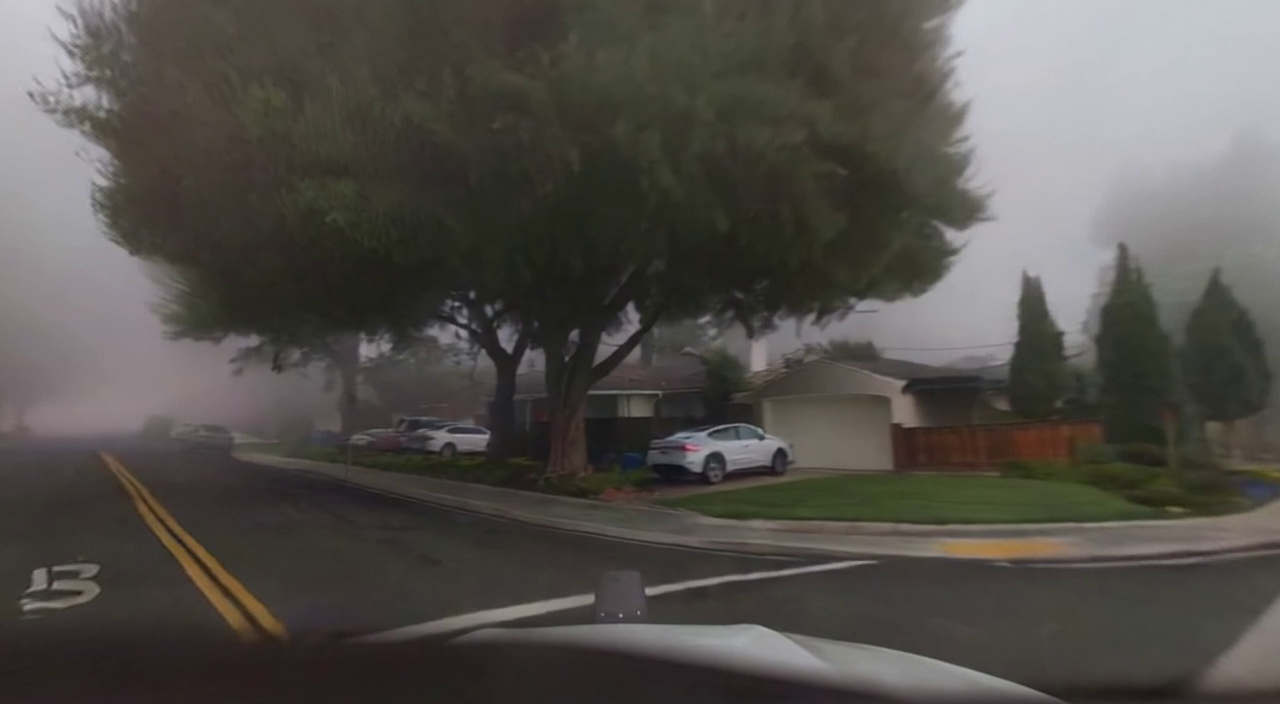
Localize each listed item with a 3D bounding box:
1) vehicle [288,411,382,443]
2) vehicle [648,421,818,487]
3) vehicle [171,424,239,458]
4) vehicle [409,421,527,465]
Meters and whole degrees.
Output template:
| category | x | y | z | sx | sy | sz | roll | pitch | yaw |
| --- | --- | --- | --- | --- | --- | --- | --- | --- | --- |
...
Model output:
| category | x | y | z | sx | sy | sz | roll | pitch | yaw |
| --- | --- | --- | --- | --- | --- | --- | --- | --- | --- |
| vehicle | -19.262 | 4.750 | 39.985 | 4.861 | 1.911 | 2.181 | 6 | -10 | -41 |
| vehicle | 2.556 | 2.679 | 16.798 | 4.569 | 1.499 | 1.917 | 7 | -11 | -40 |
| vehicle | -21.546 | 4.403 | 31.202 | 2.009 | 1.506 | 4.698 | 8 | -11 | -42 |
| vehicle | -7.070 | 3.793 | 26.208 | 4.230 | 1.666 | 1.978 | 7 | -11 | -39 |
